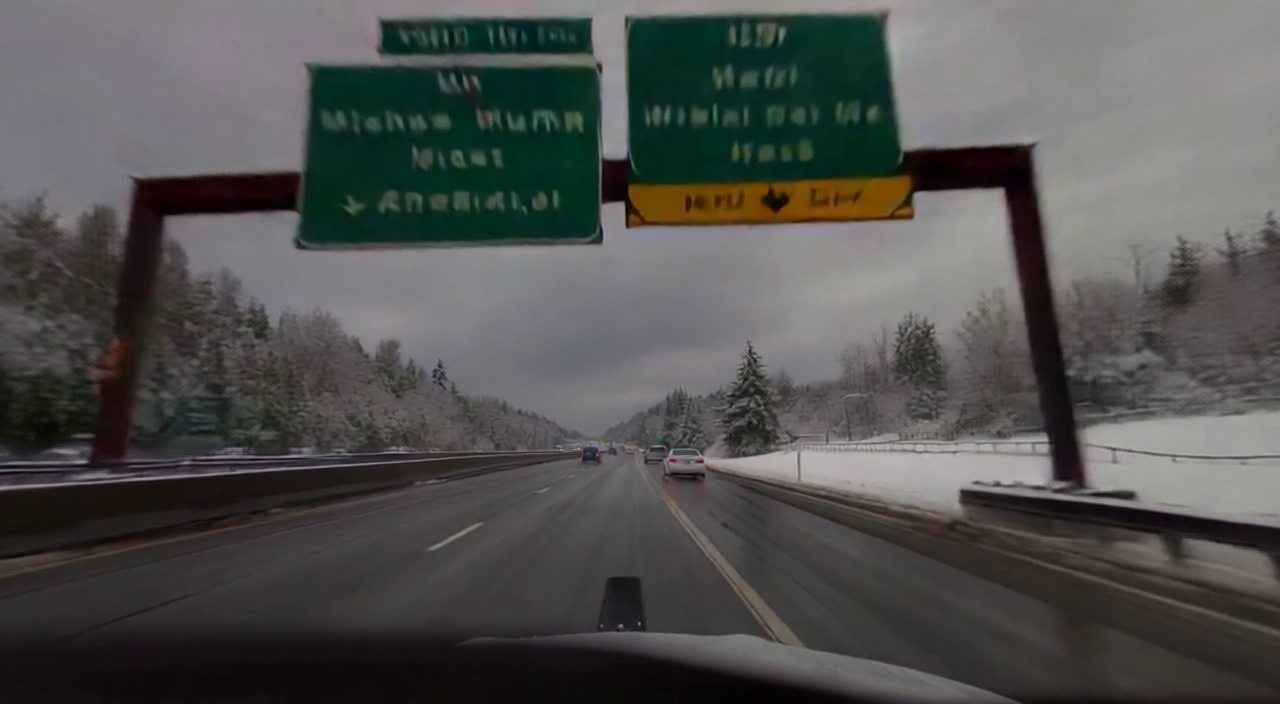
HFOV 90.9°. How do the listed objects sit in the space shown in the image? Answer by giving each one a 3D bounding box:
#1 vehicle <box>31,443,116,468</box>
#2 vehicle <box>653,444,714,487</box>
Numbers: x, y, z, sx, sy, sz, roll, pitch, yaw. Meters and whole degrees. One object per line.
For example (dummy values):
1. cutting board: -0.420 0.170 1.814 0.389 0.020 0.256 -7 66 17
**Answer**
1. vehicle: -38.484 7.044 42.982 1.897 1.595 4.510 1 -9 -6
2. vehicle: 1.547 4.254 23.821 1.960 1.456 3.818 0 -9 -1
